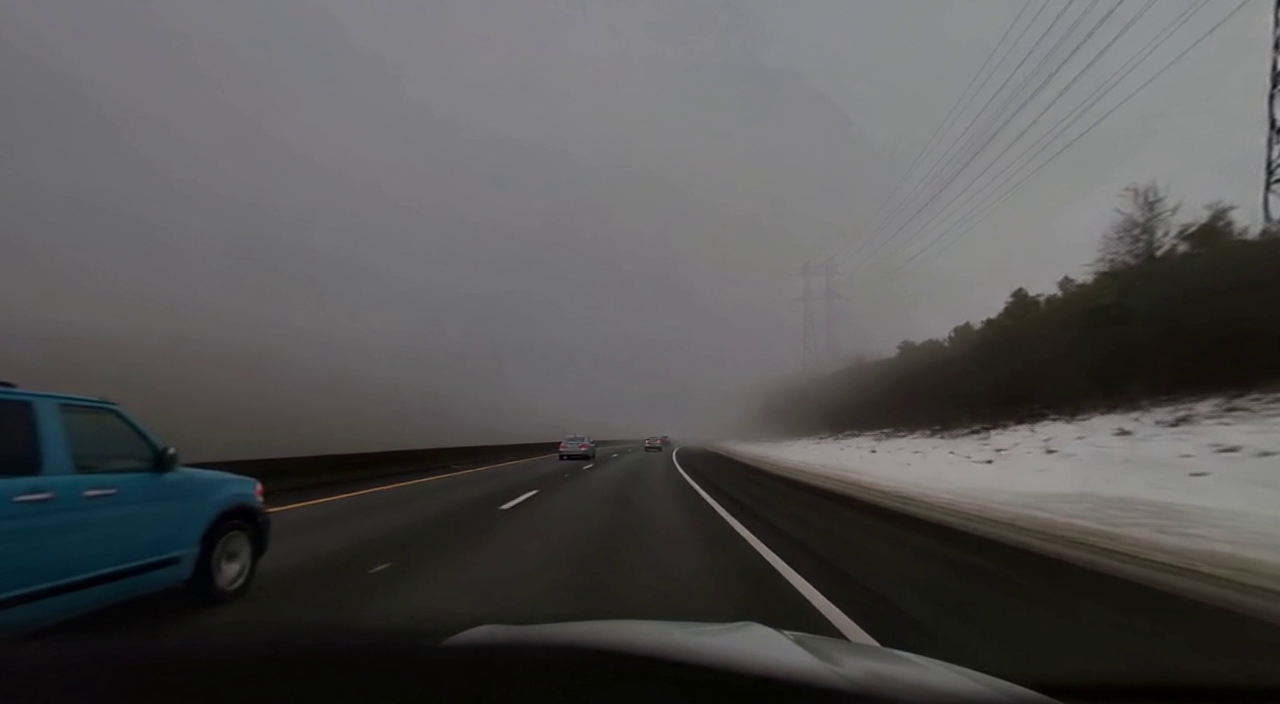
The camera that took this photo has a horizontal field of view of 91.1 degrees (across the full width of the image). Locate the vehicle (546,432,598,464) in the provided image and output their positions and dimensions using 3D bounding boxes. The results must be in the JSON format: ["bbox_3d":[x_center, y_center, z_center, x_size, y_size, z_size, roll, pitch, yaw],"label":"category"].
[{"bbox_3d":[-3.392,4.852,32.119,2.030,1.522,4.250,0,-8,2],"label":"vehicle"}]

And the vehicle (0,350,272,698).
[{"bbox_3d":[-4.193,0.856,3.165,2.072,1.706,4.260,0,-8,0],"label":"vehicle"}]

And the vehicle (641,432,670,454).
[{"bbox_3d":[1.224,6.851,47.519,2.077,1.523,4.206,0,-8,3],"label":"vehicle"}]
